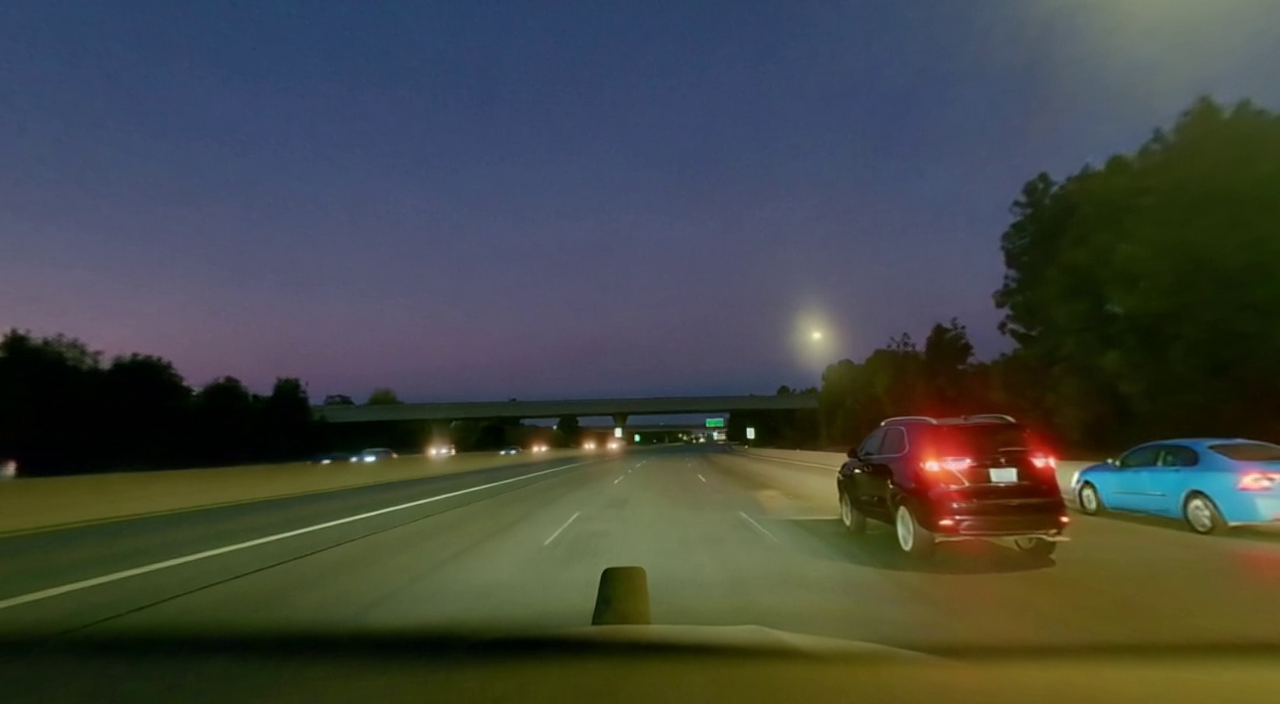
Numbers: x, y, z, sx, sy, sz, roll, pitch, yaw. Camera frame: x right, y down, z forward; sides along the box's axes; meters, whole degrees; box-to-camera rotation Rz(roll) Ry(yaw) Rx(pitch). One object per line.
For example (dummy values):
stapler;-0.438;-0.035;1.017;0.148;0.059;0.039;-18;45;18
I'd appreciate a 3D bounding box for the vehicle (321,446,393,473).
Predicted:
vehicle;-16.769;6.397;37.651;2.048;1.495;4.518;-1;-8;3

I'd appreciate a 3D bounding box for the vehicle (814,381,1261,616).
vehicle;3.580;1.424;7.028;2.019;1.732;4.579;0;-8;1
